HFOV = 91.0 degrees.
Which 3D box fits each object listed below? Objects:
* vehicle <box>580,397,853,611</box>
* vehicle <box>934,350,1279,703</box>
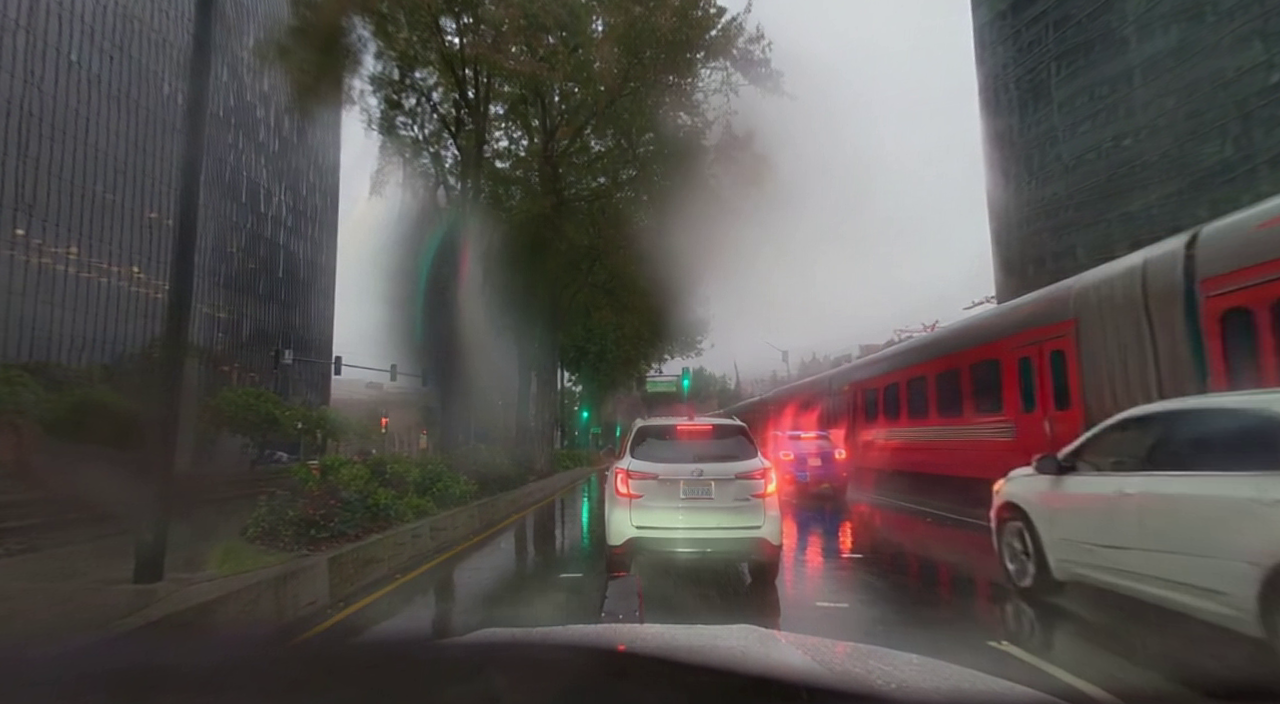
[{"bbox_3d":[0.506,1.518,7.155,2.190,1.684,4.084,0,-9,-3],"label":"vehicle"},{"bbox_3d":[4.252,1.028,4.107,2.165,1.760,5.064,0,-9,0],"label":"vehicle"}]
